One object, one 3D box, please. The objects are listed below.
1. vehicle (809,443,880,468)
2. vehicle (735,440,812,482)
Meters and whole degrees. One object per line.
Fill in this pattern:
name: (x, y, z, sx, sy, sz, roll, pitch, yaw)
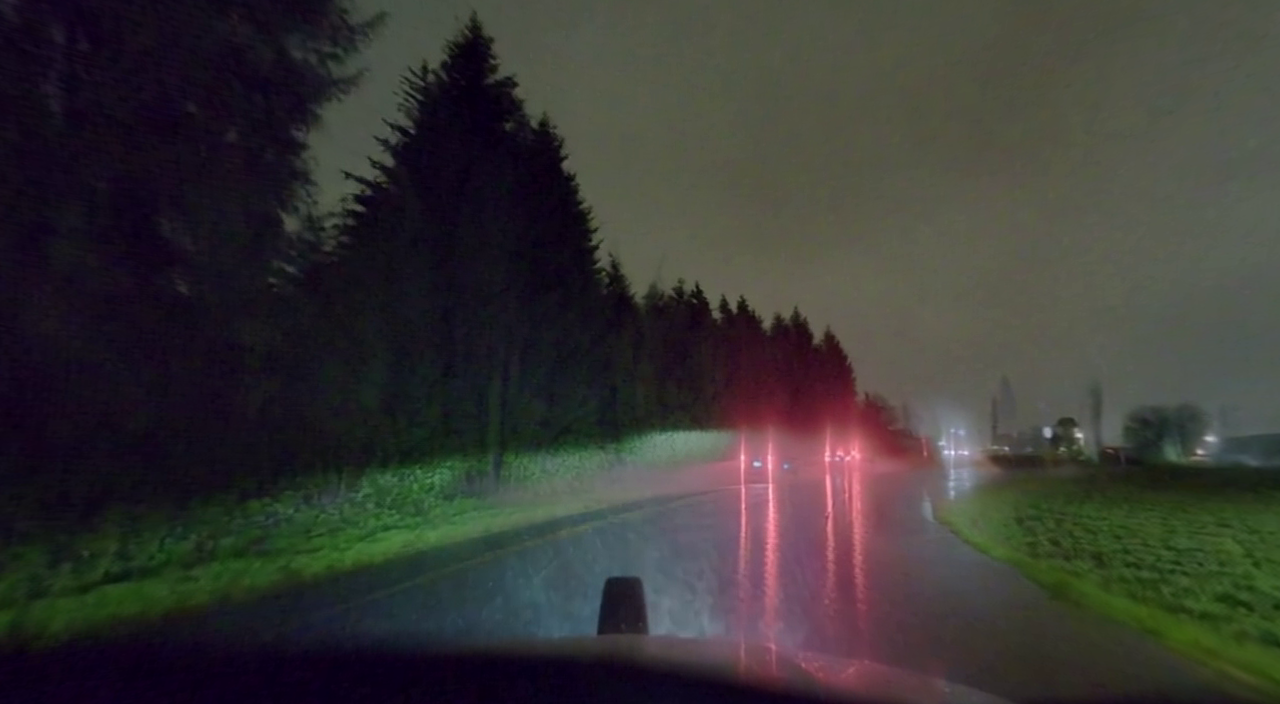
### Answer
vehicle: (15.744, 7.961, 48.537, 2.135, 1.775, 4.988, 5, -10, -31)
vehicle: (6.376, 5.126, 29.716, 1.988, 1.789, 4.257, -4, -10, 36)
